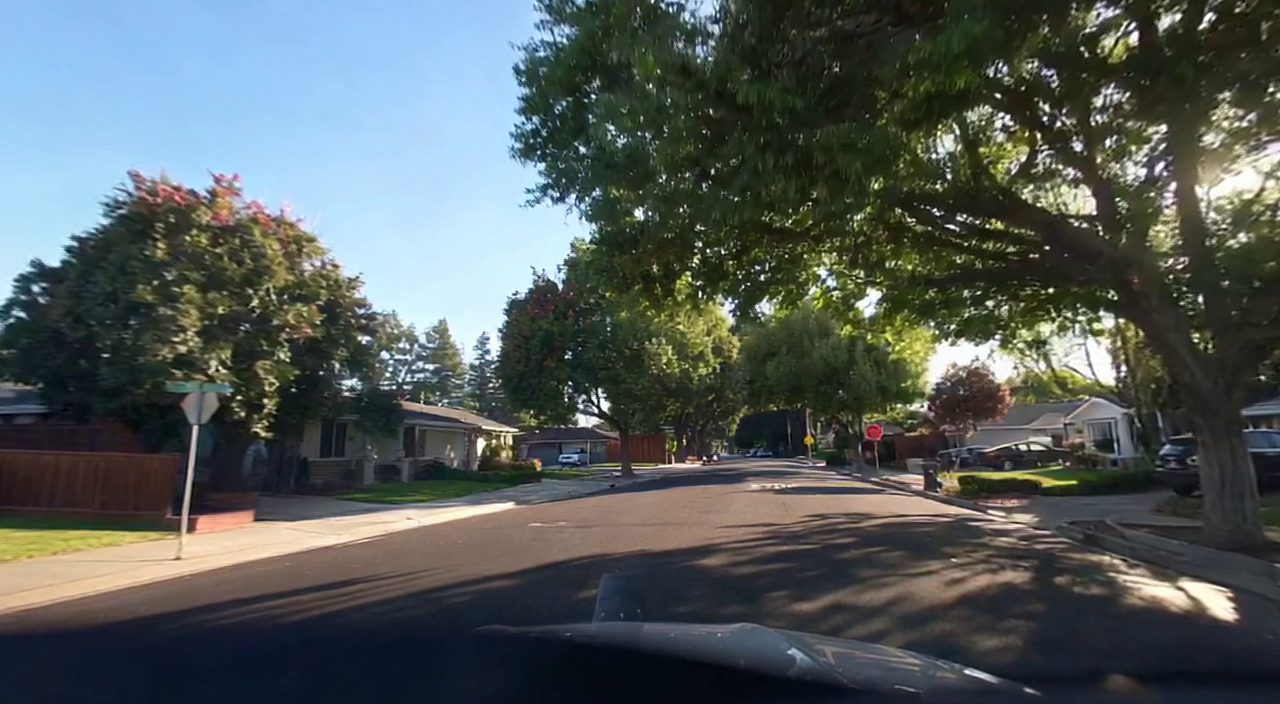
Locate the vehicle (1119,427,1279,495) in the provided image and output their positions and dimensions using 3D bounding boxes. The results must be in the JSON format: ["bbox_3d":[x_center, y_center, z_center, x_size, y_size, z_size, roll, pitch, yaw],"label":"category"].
[{"bbox_3d":[15.026,2.671,15.766,4.589,1.526,2.133,1,-9,-8],"label":"vehicle"}]
